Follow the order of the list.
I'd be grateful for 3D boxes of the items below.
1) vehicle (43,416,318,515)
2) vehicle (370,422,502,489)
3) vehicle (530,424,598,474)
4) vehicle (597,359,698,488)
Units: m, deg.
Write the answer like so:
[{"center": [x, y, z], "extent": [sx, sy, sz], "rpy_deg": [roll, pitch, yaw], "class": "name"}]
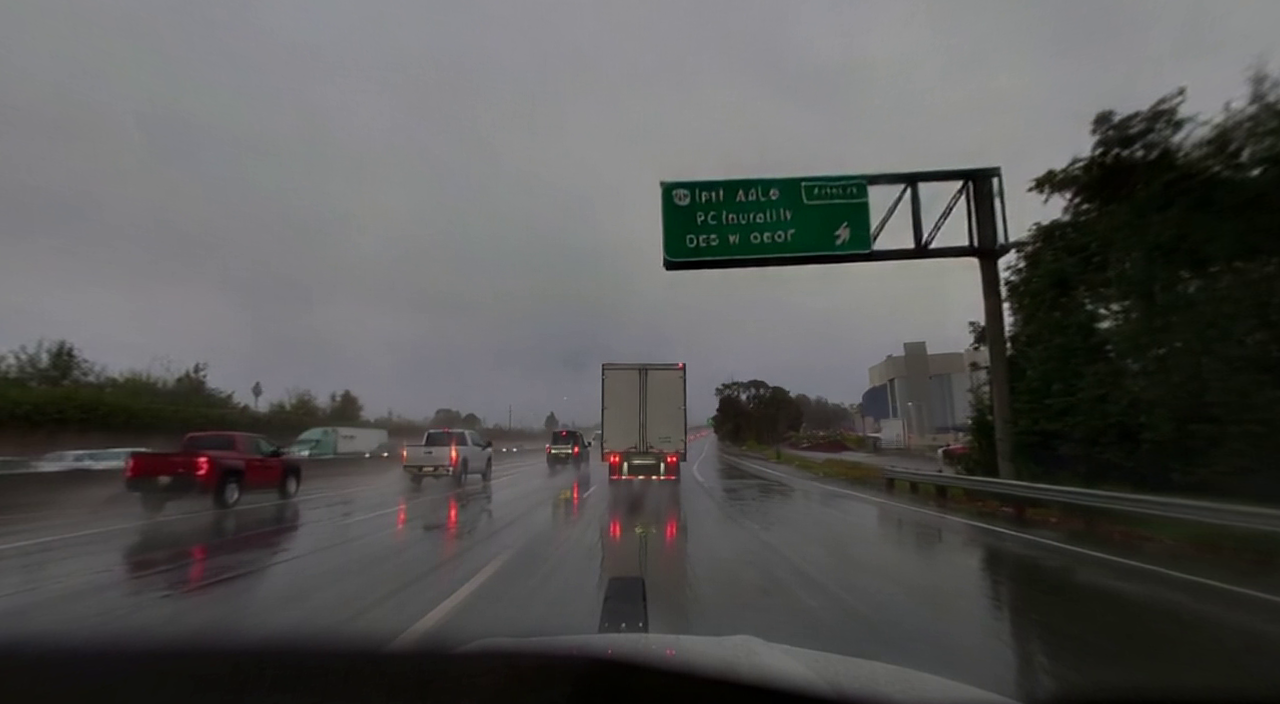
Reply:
[{"center": [-10.322, 2.627, 15.077], "extent": [2.089, 1.885, 5.888], "rpy_deg": [0, -9, 1], "class": "vehicle"}, {"center": [-6.693, 3.518, 21.704], "extent": [2.479, 1.978, 5.952], "rpy_deg": [0, -9, 1], "class": "vehicle"}, {"center": [-3.405, 4.570, 29.705], "extent": [2.379, 2.075, 6.169], "rpy_deg": [0, -9, 1], "class": "vehicle"}, {"center": [0.182, 2.833, 23.611], "extent": [2.941, 3.794, 9.851], "rpy_deg": [0, -9, 0], "class": "vehicle"}]
